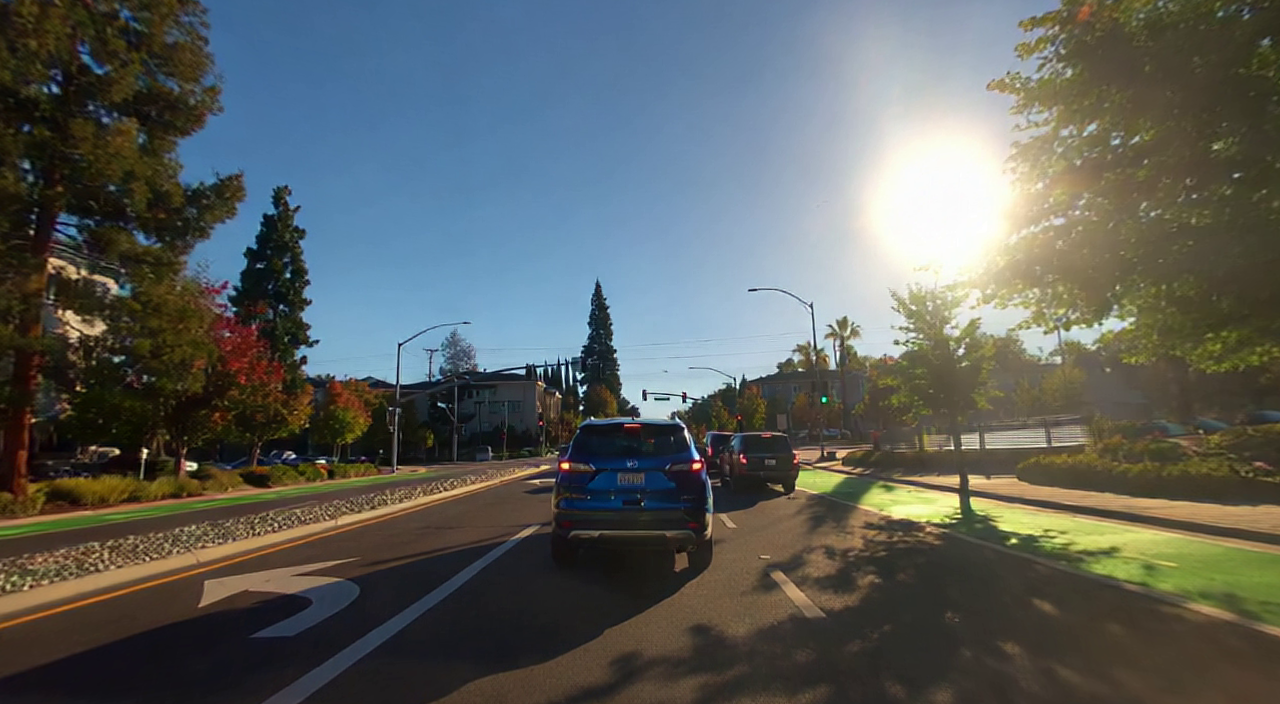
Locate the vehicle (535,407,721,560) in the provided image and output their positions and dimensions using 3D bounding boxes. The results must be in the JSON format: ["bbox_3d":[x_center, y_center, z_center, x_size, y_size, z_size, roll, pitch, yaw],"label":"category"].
[{"bbox_3d":[-0.120,1.801,9.245,2.109,1.730,3.963,0,-8,0],"label":"vehicle"}]

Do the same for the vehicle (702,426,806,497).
[{"bbox_3d":[3.173,3.180,18.612,2.189,1.815,4.495,0,-8,0],"label":"vehicle"}]
